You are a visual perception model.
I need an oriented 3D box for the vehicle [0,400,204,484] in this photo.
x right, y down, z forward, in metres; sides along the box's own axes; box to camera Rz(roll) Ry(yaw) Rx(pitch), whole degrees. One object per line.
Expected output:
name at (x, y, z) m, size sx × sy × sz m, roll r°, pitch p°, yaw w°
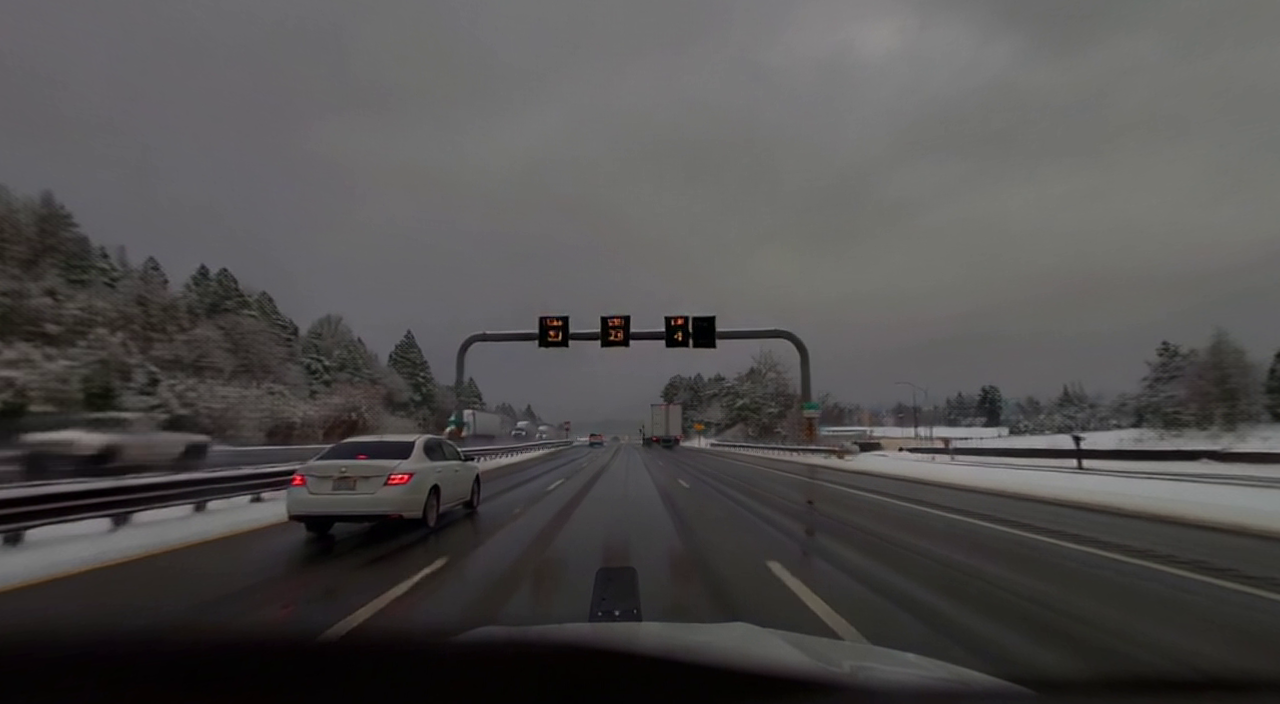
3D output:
vehicle at (-11.923, 1.878, 13.314) m, size 2.086 × 1.449 × 4.745 m, roll 0°, pitch -8°, yaw -1°

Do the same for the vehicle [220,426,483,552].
vehicle at (-3.916, 1.886, 9.584) m, size 1.971 × 1.444 × 4.401 m, roll 0°, pitch -8°, yaw -1°
